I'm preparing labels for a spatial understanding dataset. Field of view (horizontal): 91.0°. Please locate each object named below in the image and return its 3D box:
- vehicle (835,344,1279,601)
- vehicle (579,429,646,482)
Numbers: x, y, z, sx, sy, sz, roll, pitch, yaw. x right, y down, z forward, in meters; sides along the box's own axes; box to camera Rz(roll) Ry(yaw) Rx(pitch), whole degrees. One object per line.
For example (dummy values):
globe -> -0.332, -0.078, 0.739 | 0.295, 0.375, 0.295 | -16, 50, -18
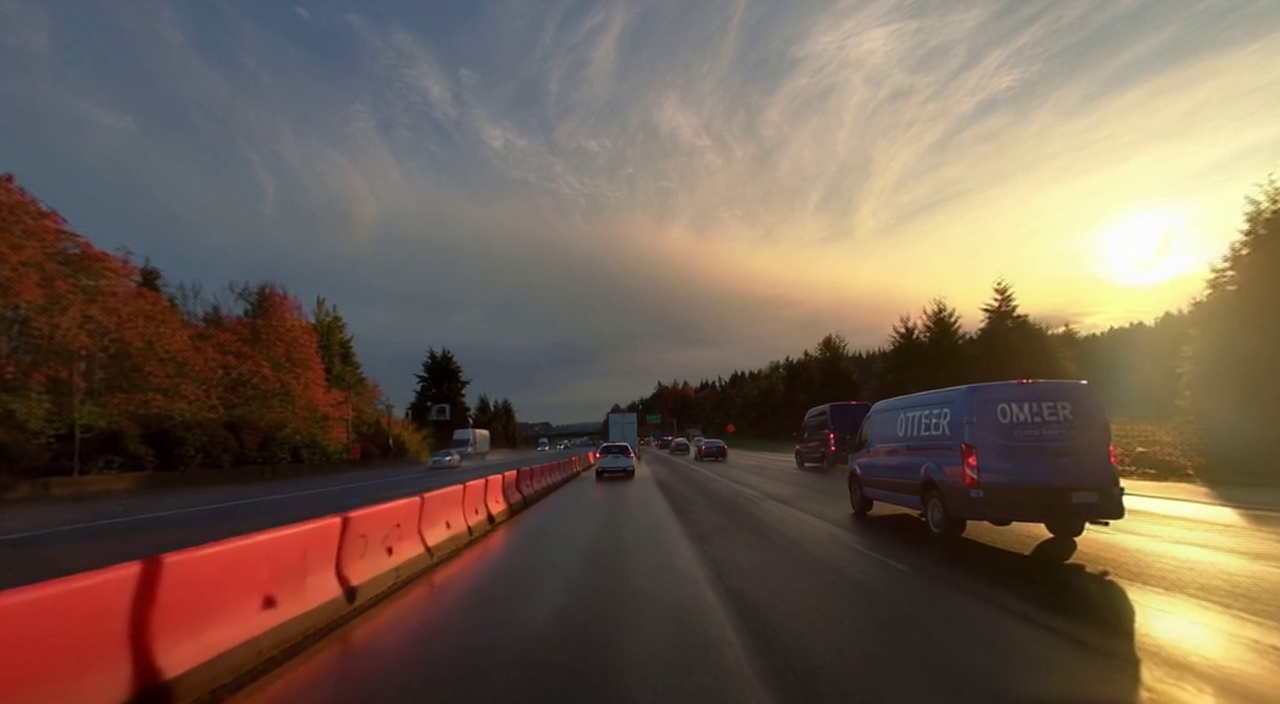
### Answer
vehicle -> 4.338, 1.290, 7.565 | 2.223, 2.008, 5.121 | 0, -8, -1
vehicle -> -0.900, 3.518, 21.652 | 2.100, 1.636, 3.620 | 0, -8, -1
